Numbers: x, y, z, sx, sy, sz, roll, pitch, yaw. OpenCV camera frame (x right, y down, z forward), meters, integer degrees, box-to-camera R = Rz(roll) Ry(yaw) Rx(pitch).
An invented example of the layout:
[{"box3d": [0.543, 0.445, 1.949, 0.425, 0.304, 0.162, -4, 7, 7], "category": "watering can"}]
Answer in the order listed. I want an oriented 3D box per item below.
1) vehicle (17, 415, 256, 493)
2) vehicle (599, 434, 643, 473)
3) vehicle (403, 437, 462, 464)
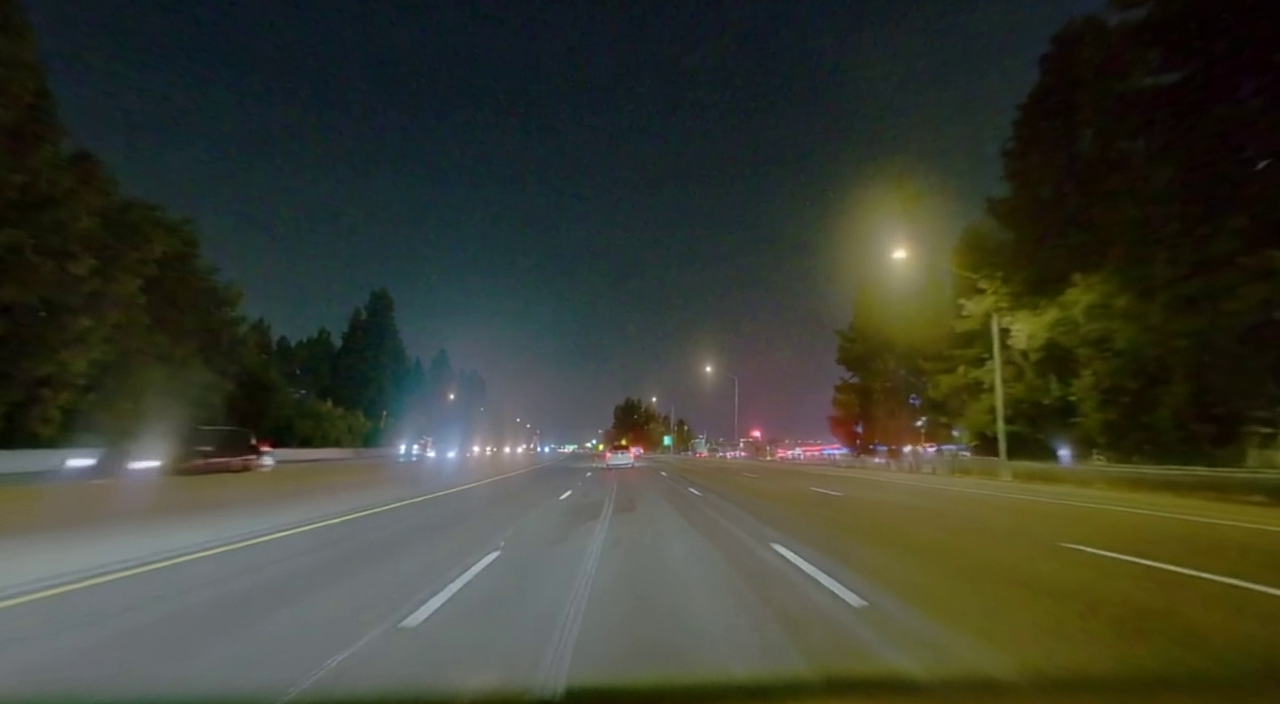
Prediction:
[{"box3d": [-11.692, 2.425, 15.217, 2.126, 1.572, 4.415, 0, -9, -1], "category": "vehicle"}, {"box3d": [-1.045, 5.325, 33.193, 2.155, 1.856, 4.796, 0, -9, -3], "category": "vehicle"}, {"box3d": [-12.385, 5.943, 38.095, 2.059, 1.520, 4.674, 0, -9, -1], "category": "vehicle"}]
